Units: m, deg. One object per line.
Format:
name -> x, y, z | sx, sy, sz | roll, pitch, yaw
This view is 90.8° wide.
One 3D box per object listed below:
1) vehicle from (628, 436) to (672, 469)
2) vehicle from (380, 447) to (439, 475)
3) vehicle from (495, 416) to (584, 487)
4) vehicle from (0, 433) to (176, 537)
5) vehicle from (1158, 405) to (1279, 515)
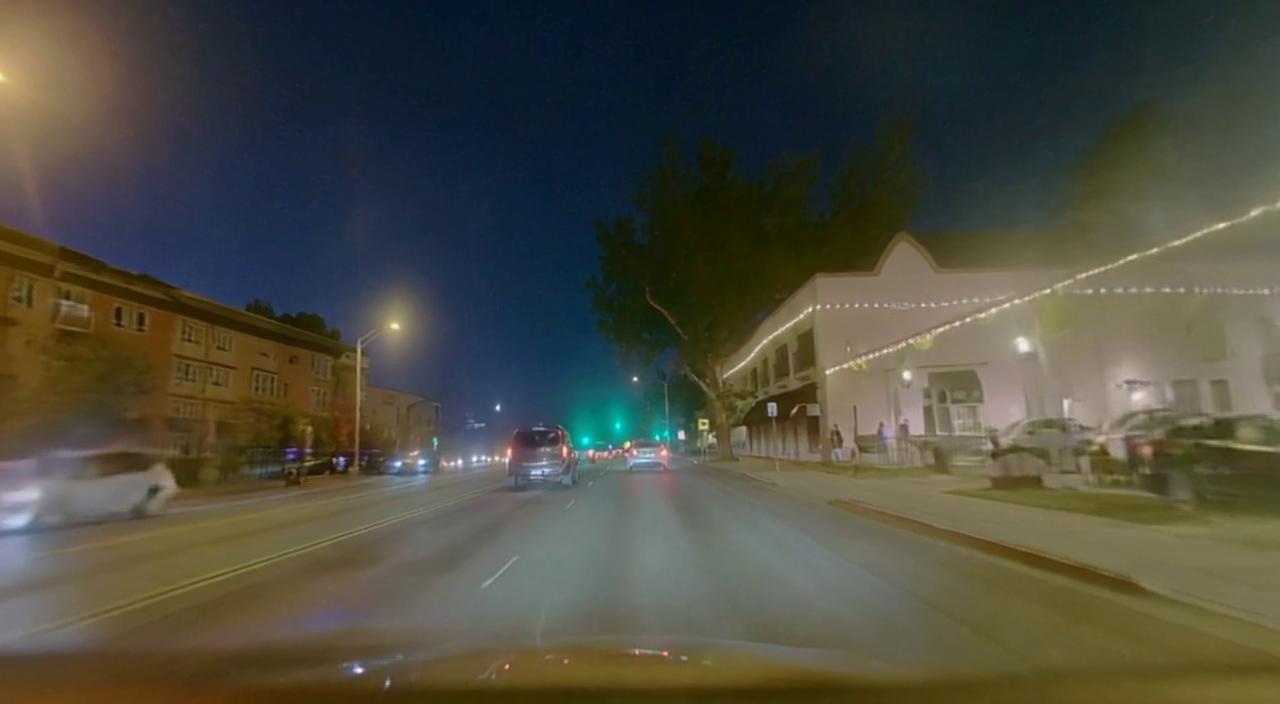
vehicle -> 0.437, 5.290, 33.391 | 2.126, 1.657, 4.132 | 0, -8, -2
vehicle -> -13.792, 6.498, 38.113 | 2.055, 1.546, 5.019 | 1, -8, -4
vehicle -> -3.228, 3.353, 21.485 | 2.213, 2.123, 5.124 | 0, -8, -1
vehicle -> -12.712, 2.683, 13.275 | 2.159, 1.860, 5.004 | 0, -8, -1
vehicle -> 10.034, 1.438, 8.387 | 2.194, 1.521, 4.686 | 0, -8, -3
